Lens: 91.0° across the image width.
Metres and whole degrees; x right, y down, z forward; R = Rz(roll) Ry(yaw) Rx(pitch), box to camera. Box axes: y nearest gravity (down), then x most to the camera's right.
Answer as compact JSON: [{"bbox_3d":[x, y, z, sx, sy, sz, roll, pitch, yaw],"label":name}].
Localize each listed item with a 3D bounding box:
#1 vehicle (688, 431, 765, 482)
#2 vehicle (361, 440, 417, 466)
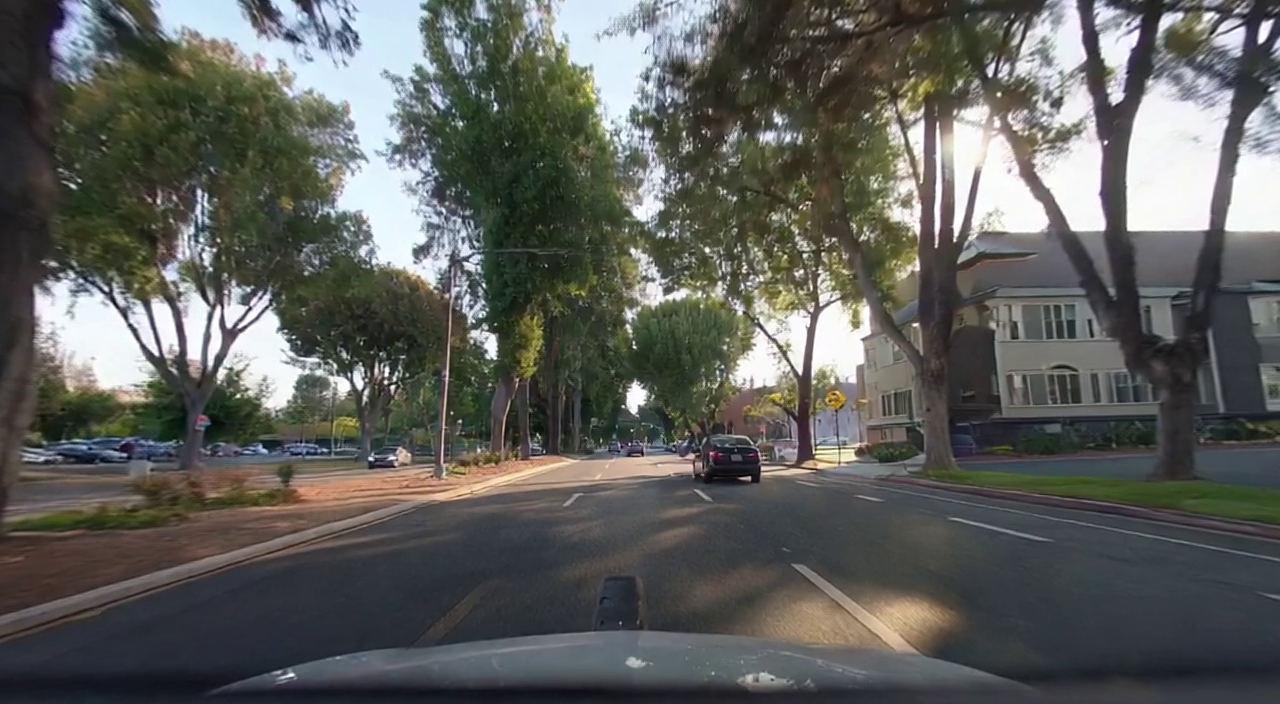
[{"bbox_3d":[2.977,3.700,22.542,2.022,1.656,4.025,0,-8,-2],"label":"vehicle"},{"bbox_3d":[-17.762,7.174,44.832,2.097,1.691,4.569,0,-8,0],"label":"vehicle"}]
